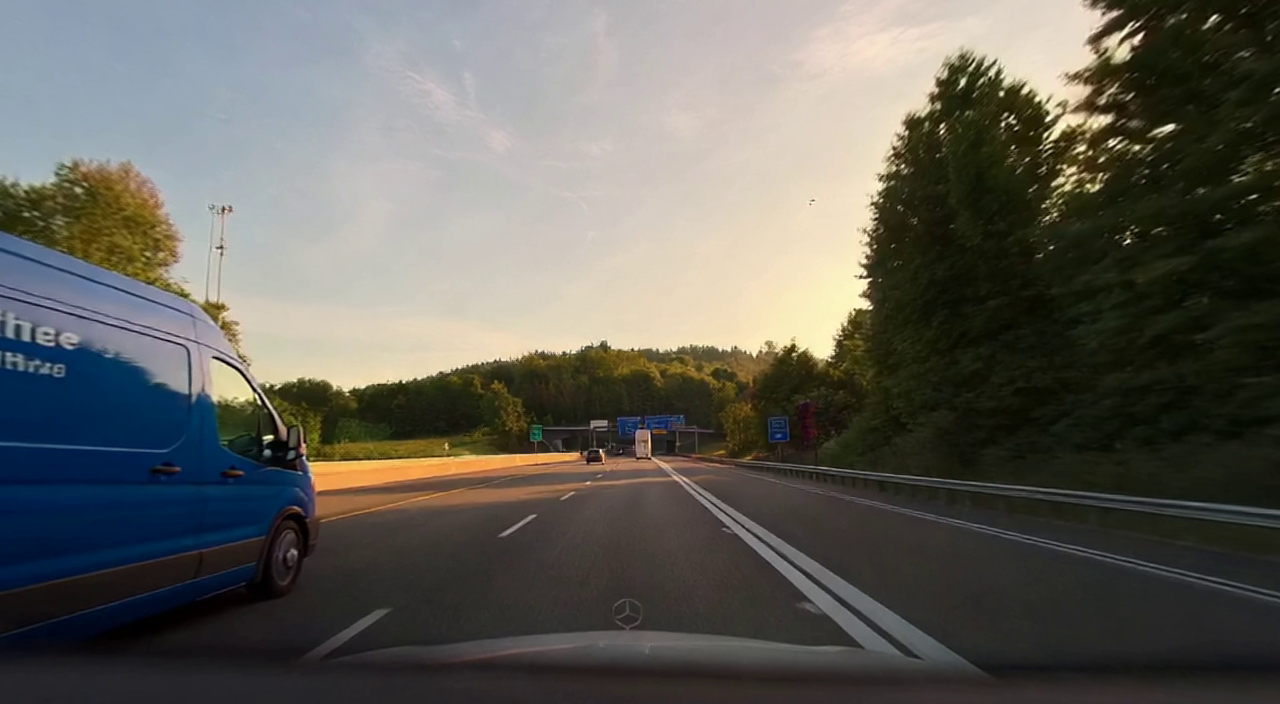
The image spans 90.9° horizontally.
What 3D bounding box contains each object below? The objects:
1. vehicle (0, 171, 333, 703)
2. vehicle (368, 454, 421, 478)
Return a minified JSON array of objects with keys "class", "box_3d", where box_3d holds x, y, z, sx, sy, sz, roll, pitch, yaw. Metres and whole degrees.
[{"class":"vehicle","box_3d":[-4.177,0.418,2.552,2.320,2.636,7.021,0,-9,0]},{"class":"vehicle","box_3d":[-16.541,7.700,42.706,1.840,1.455,4.357,0,-9,0]}]
